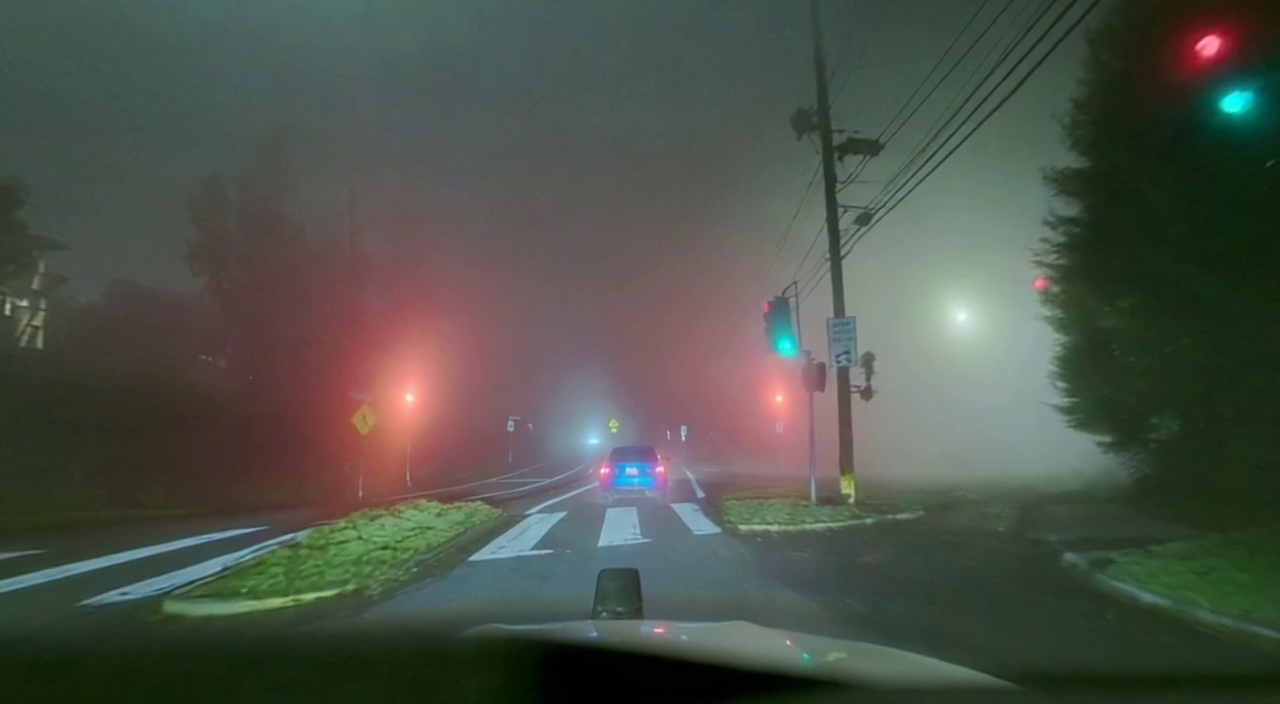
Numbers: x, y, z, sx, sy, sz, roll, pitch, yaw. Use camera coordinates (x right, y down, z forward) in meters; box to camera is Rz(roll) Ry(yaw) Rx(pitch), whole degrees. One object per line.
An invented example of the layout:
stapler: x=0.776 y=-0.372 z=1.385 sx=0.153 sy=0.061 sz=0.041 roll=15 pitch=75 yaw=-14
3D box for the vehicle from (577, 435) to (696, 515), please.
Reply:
vehicle: x=0.033 y=2.681 z=14.419 sx=2.295 sy=1.510 sz=4.364 roll=0 pitch=-8 yaw=3
